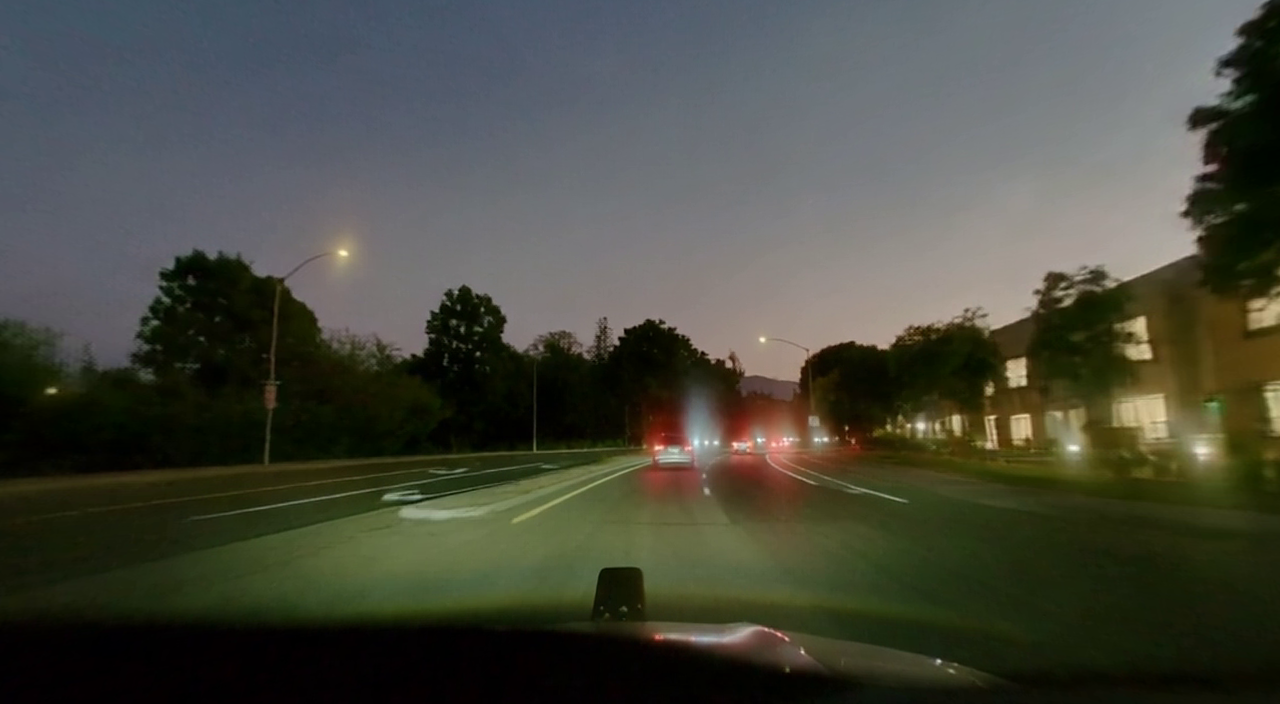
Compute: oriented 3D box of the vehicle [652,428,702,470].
[{"bbox_3d":[1.973,4.931,32.018,2.072,2.002,4.391,-1,-8,10],"label":"vehicle"}]
